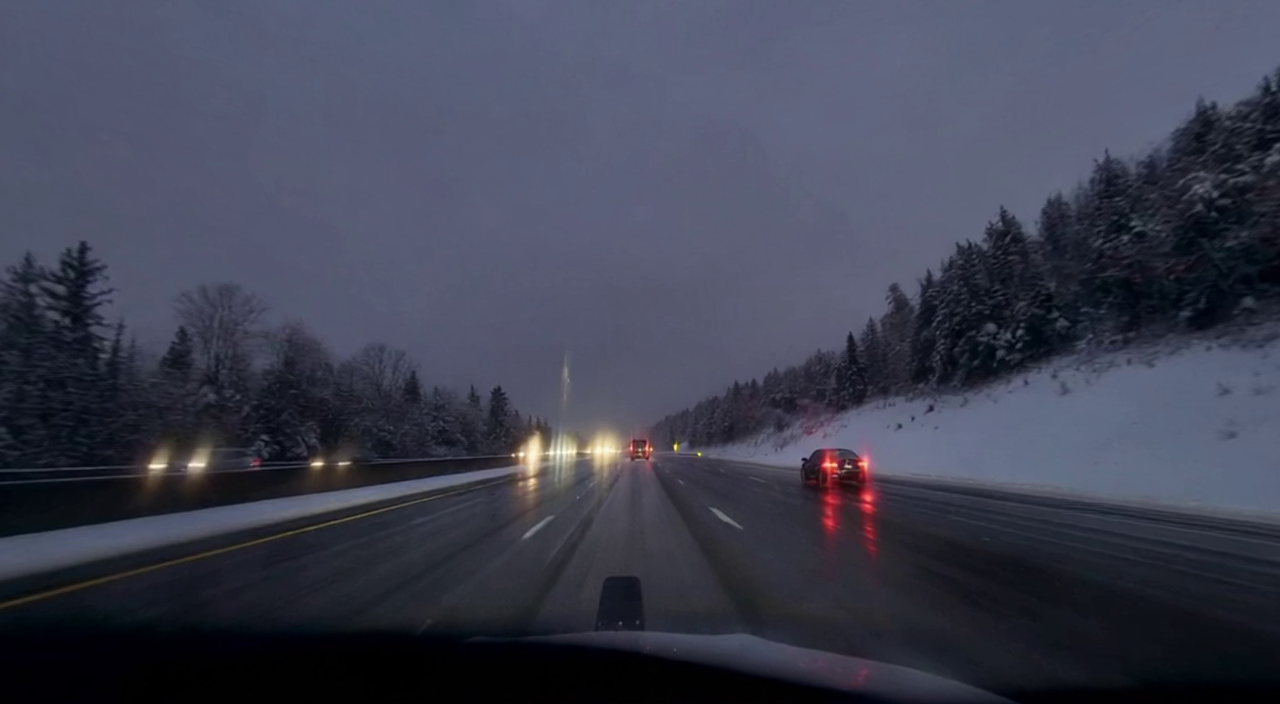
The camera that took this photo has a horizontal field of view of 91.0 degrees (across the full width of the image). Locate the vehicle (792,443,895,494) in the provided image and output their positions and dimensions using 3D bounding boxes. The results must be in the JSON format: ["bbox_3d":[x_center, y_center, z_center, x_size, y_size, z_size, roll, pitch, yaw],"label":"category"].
[{"bbox_3d":[6.607,3.818,20.963,1.976,1.495,4.217,0,-9,-1],"label":"vehicle"}]

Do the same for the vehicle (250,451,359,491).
[{"bbox_3d":[-14.402,5.101,27.437,2.153,1.568,4.661,0,-9,0],"label":"vehicle"}]

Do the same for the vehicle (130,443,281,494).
[{"bbox_3d":[-18.351,4.924,27.102,2.382,1.912,5.699,0,-9,1],"label":"vehicle"}]
